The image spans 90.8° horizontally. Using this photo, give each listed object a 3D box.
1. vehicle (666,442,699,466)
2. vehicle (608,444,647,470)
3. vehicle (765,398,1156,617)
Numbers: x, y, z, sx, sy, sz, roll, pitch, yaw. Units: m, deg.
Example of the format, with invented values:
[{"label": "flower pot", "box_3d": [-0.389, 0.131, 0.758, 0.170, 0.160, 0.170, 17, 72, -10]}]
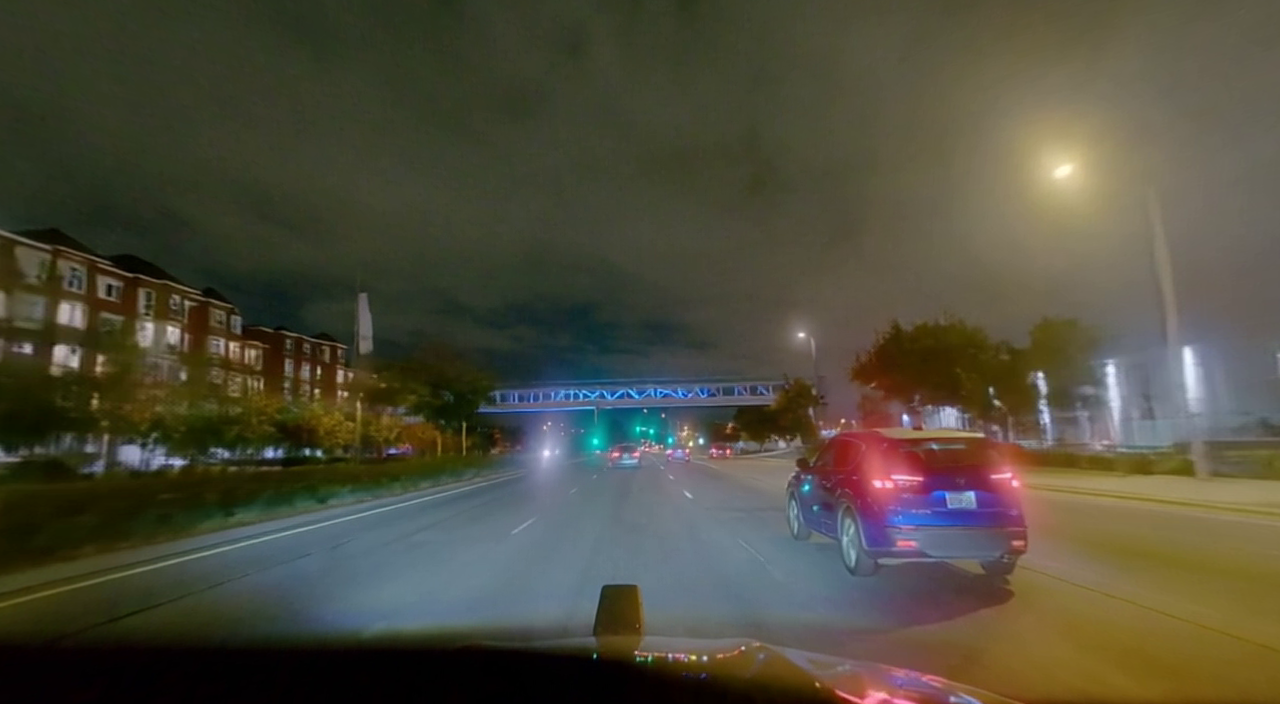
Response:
[{"label": "vehicle", "box_3d": [3.158, 7.677, 47.845, 2.165, 1.708, 3.928, 0, -8, -1]}, {"label": "vehicle", "box_3d": [-0.683, 6.378, 38.674, 2.173, 1.498, 4.528, 0, -8, 1]}, {"label": "vehicle", "box_3d": [3.043, 1.592, 7.475, 2.130, 1.741, 4.665, 0, -8, 0]}]
